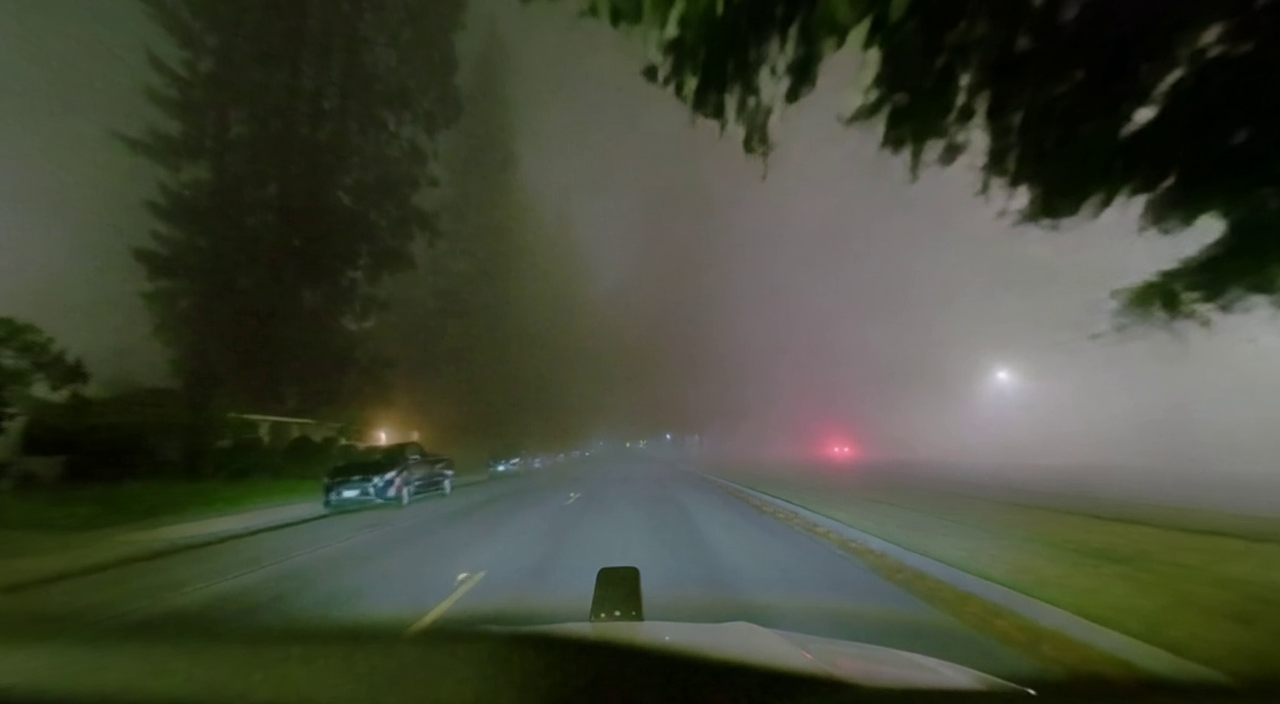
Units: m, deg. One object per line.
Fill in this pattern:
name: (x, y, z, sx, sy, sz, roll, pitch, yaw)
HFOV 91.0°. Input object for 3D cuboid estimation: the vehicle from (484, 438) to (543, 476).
vehicle: (-6.604, 5.524, 33.525, 2.020, 1.842, 5.116, 1, -8, 1)

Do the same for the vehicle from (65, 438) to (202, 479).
vehicle: (-25.614, 5.368, 31.959, 5.012, 1.968, 2.206, 0, -8, 0)

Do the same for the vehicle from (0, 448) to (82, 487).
vehicle: (-26.679, 4.872, 26.645, 4.108, 1.524, 1.975, 0, -8, -1)

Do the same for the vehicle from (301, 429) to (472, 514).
vehicle: (-6.534, 3.098, 17.161, 2.350, 1.892, 5.542, 0, -8, 0)
